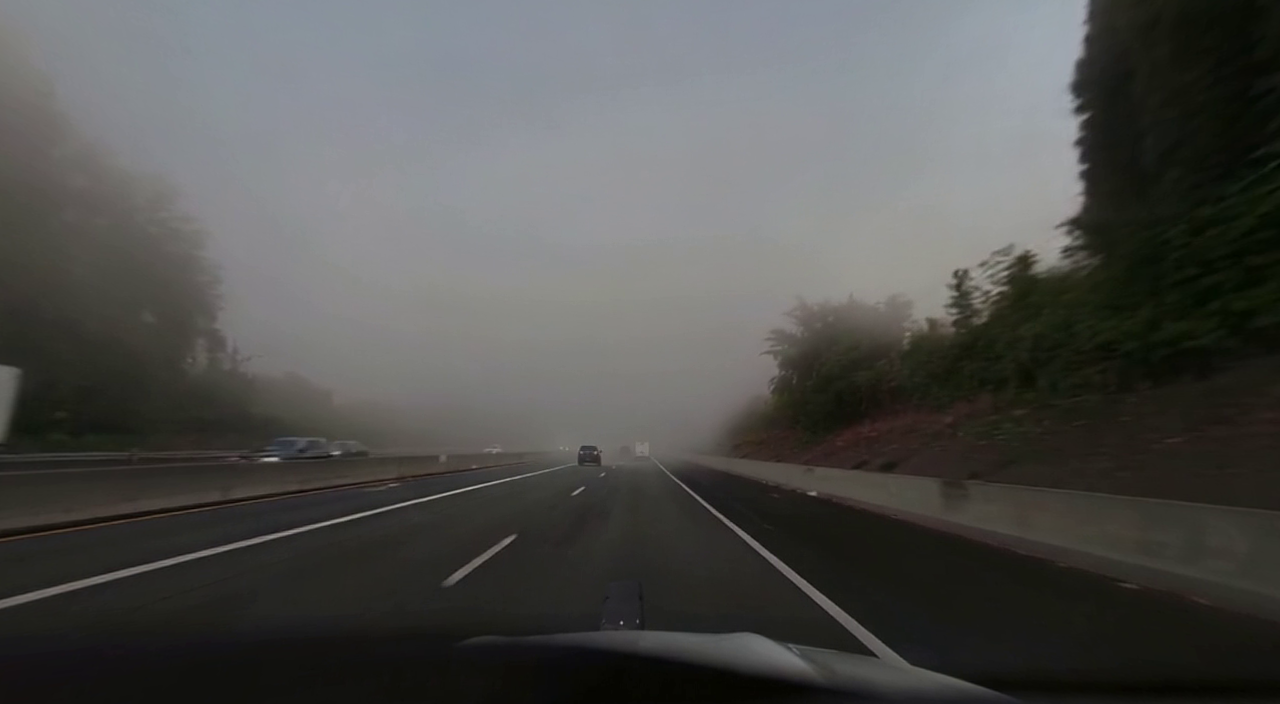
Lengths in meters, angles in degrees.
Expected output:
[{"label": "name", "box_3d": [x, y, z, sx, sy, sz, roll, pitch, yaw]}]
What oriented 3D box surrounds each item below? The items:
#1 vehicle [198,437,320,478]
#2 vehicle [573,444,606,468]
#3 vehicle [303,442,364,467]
[{"label": "vehicle", "box_3d": [-15.080, 4.206, 25.355, 2.021, 1.462, 4.592, 0, -9, 0]}, {"label": "vehicle", "box_3d": [-3.486, 7.246, 44.032, 1.921, 1.536, 3.920, 0, -9, 0]}, {"label": "vehicle", "box_3d": [-18.621, 6.255, 38.509, 1.779, 1.449, 3.824, 0, -9, 0]}]
